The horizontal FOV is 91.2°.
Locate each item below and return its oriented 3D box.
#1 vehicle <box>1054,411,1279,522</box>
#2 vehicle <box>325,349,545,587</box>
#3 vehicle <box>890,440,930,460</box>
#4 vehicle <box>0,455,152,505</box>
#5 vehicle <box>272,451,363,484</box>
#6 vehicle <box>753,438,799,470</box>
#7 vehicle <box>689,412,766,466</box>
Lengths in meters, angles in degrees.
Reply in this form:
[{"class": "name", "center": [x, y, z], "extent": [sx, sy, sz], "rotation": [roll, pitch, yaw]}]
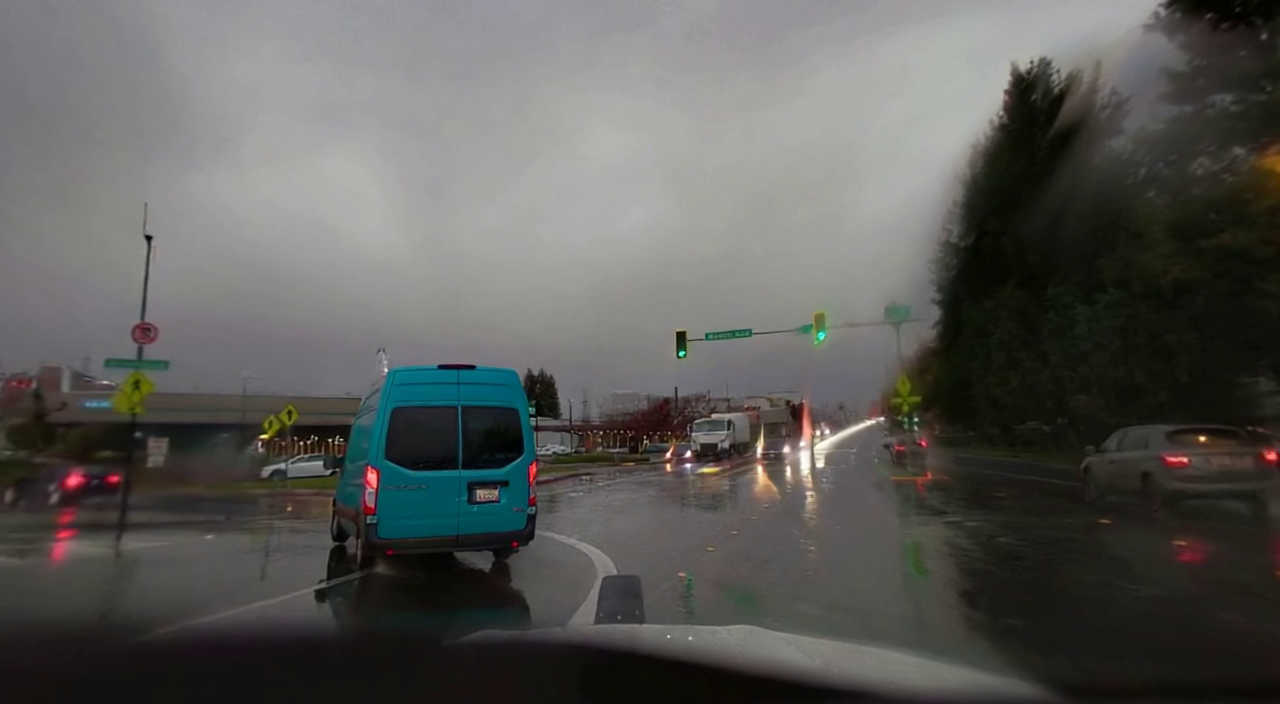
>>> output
[{"class": "vehicle", "center": [10.046, 2.118, 12.002], "extent": [2.158, 1.696, 4.417], "rotation": [-3, -9, 16]}, {"class": "vehicle", "center": [-3.544, 1.725, 10.067], "extent": [2.432, 2.624, 5.670], "rotation": [4, -10, -25]}, {"class": "vehicle", "center": [20.930, 7.611, 48.703], "extent": [2.144, 1.473, 4.250], "rotation": [-3, -9, 15]}, {"class": "vehicle", "center": [-19.408, 4.333, 21.502], "extent": [4.457, 1.533, 1.933], "rotation": [-3, -9, 18]}, {"class": "vehicle", "center": [-17.088, 6.065, 33.282], "extent": [4.109, 1.592, 2.008], "rotation": [4, -10, -28]}, {"class": "vehicle", "center": [7.359, 5.456, 33.687], "extent": [1.948, 1.613, 3.879], "rotation": [-3, -9, 18]}, {"class": "vehicle", "center": [6.757, 6.446, 45.699], "extent": [3.158, 3.294, 13.584], "rotation": [-4, -10, 17]}]
